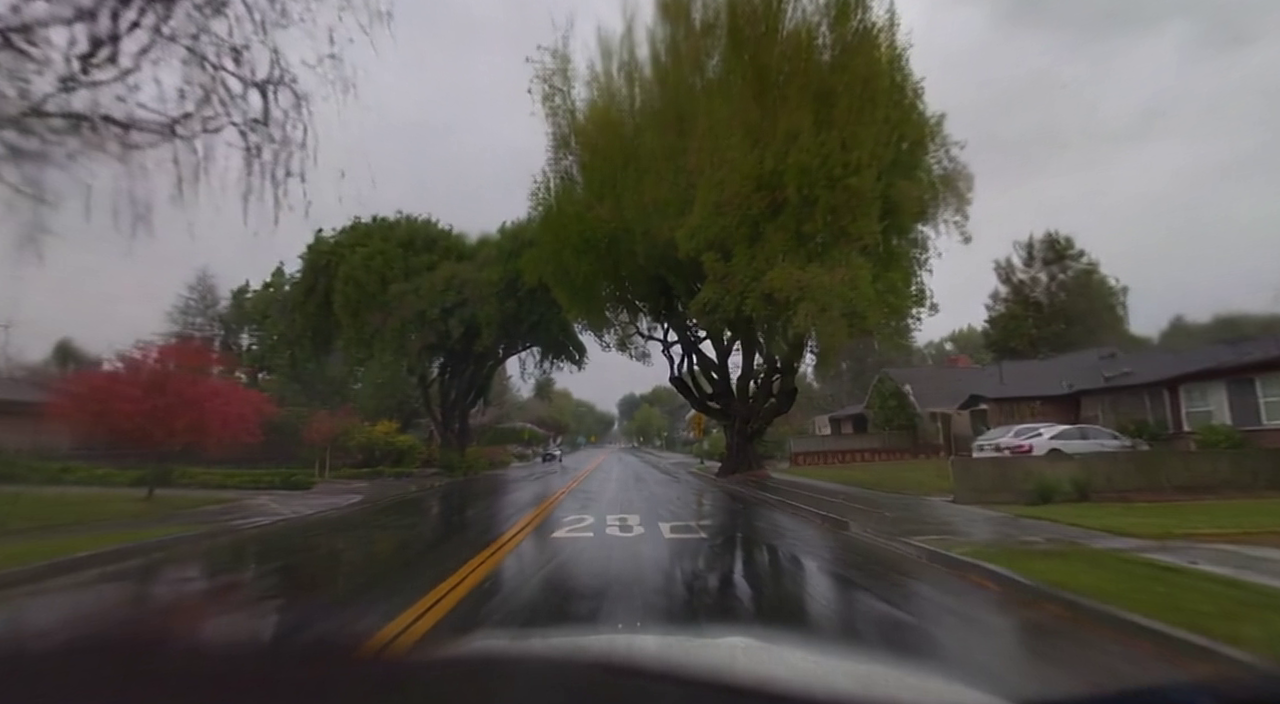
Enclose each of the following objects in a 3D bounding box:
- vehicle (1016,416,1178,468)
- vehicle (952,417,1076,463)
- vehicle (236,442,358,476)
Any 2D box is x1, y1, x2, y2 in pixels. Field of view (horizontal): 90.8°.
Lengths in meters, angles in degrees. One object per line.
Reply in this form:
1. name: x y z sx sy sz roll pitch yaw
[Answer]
1. vehicle: 15.841 3.131 22.051 4.198 1.697 1.984 1 -9 -5
2. vehicle: 15.233 3.565 25.726 4.426 1.704 2.219 4 -9 -27
3. vehicle: -15.461 4.824 28.678 4.388 1.449 1.882 0 -9 -3
